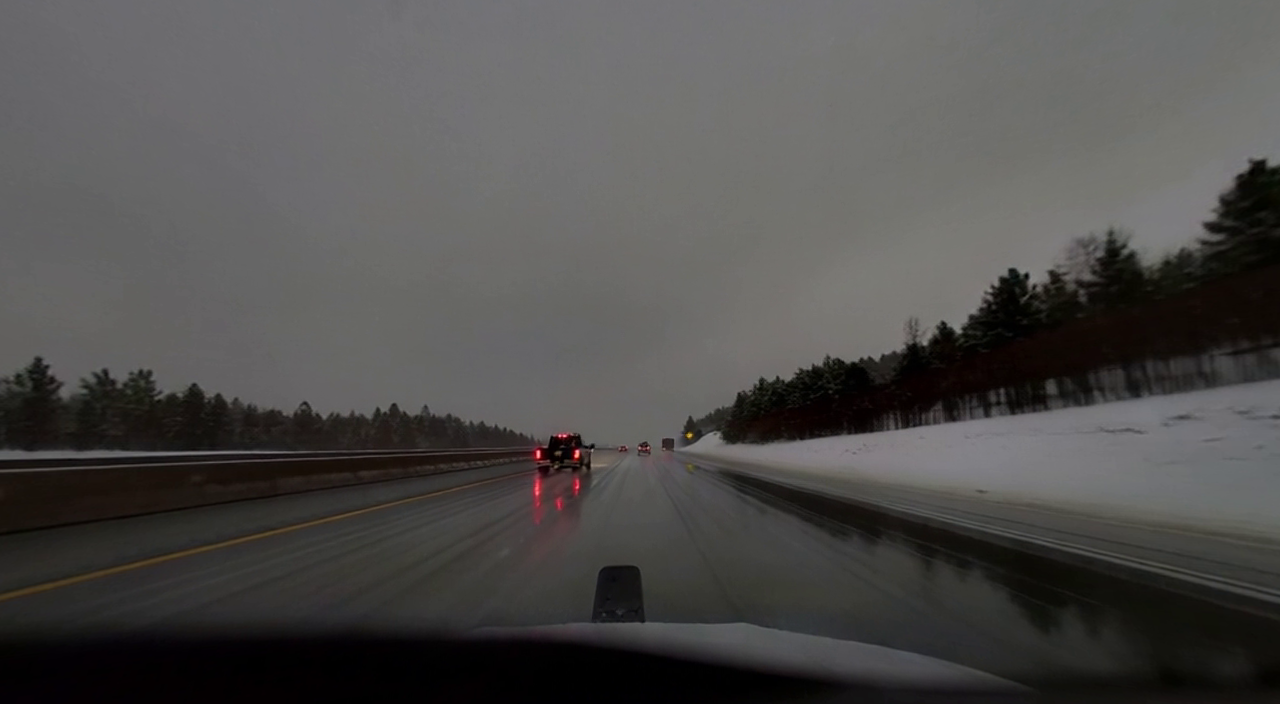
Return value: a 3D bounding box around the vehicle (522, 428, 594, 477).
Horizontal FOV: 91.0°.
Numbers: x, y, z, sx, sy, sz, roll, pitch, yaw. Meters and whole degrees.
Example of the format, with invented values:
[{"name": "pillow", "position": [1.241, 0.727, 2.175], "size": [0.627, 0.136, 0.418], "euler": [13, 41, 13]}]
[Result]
[{"name": "vehicle", "position": [-3.495, 4.451, 28.054], "size": [2.379, 1.918, 5.504], "euler": [0, -8, 1]}]
